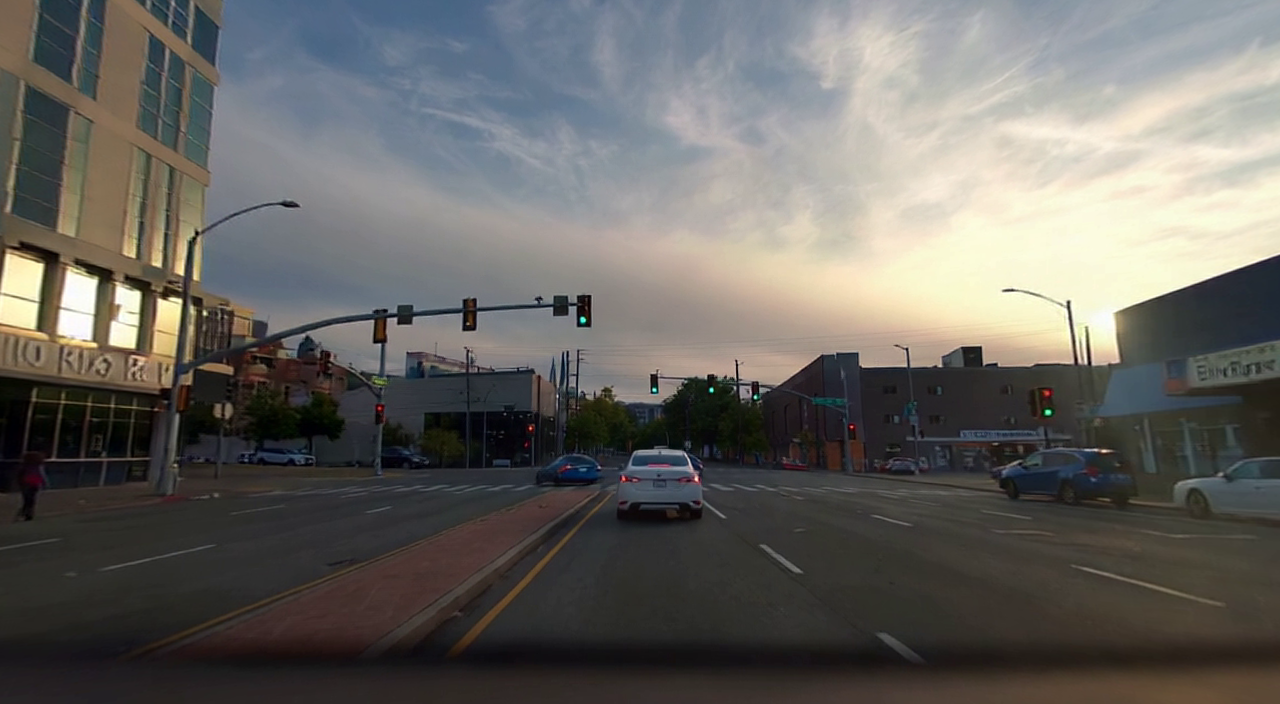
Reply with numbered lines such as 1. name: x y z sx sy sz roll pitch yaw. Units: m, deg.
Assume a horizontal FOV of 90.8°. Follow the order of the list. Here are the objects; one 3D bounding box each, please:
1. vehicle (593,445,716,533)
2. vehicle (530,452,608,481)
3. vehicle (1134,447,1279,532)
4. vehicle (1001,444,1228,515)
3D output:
1. vehicle: 0.289 2.652 12.870 2.067 1.471 4.241 0 -9 1
2. vehicle: -3.808 6.014 33.483 1.841 1.434 4.531 8 -12 -40
3. vehicle: 14.193 2.981 14.030 2.235 1.721 5.230 0 -9 1
4. vehicle: 14.099 3.786 19.450 2.309 1.819 5.793 0 -9 -2
